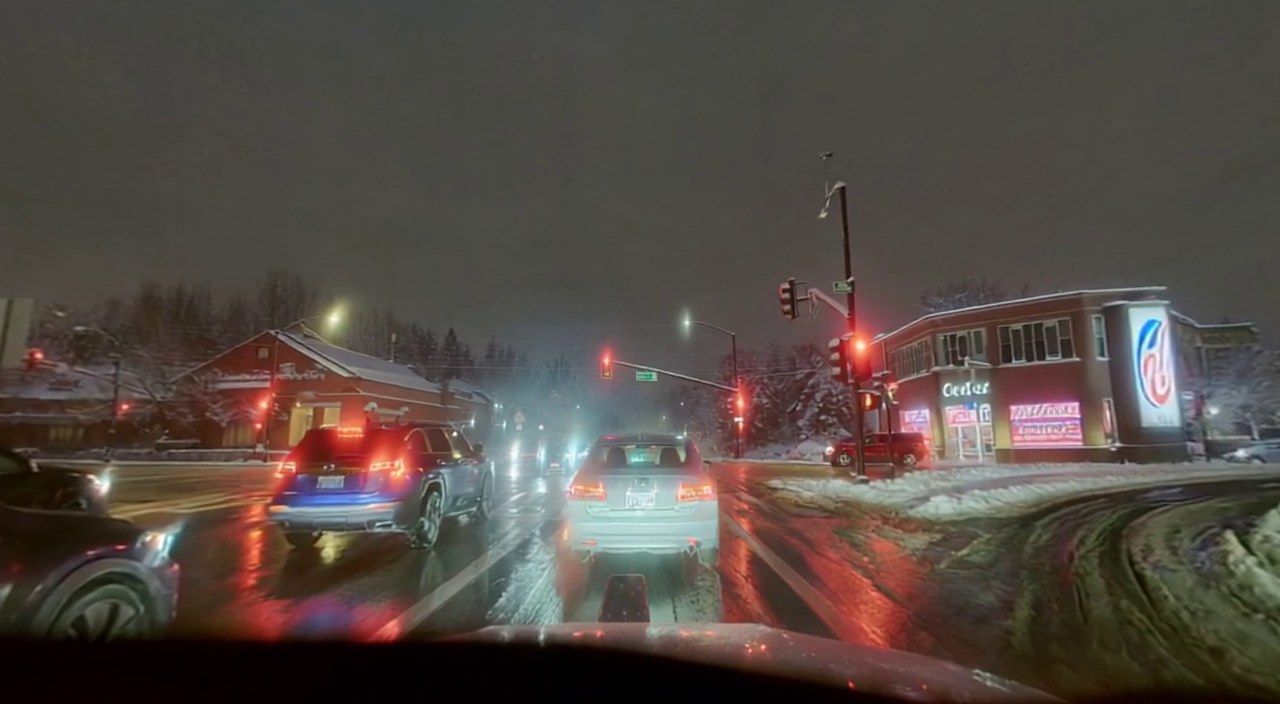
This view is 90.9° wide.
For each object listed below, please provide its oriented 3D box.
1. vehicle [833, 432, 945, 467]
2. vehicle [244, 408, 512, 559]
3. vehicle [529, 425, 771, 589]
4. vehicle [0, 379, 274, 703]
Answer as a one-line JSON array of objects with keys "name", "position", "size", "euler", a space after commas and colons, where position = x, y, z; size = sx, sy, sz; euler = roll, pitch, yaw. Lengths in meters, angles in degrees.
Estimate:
[{"name": "vehicle", "position": [12.950, 5.096, 33.016], "size": [5.032, 1.762, 1.982], "euler": [0, -8, 0]}, {"name": "vehicle", "position": [-3.450, 1.821, 9.408], "size": [2.009, 1.704, 4.230], "euler": [0, -8, 3]}, {"name": "vehicle", "position": [0.177, 1.731, 7.894], "size": [2.258, 1.507, 3.896], "euler": [-1, -8, 3]}, {"name": "vehicle", "position": [-3.334, 0.783, 1.707], "size": [2.029, 1.517, 4.375], "euler": [0, -8, 0]}]
